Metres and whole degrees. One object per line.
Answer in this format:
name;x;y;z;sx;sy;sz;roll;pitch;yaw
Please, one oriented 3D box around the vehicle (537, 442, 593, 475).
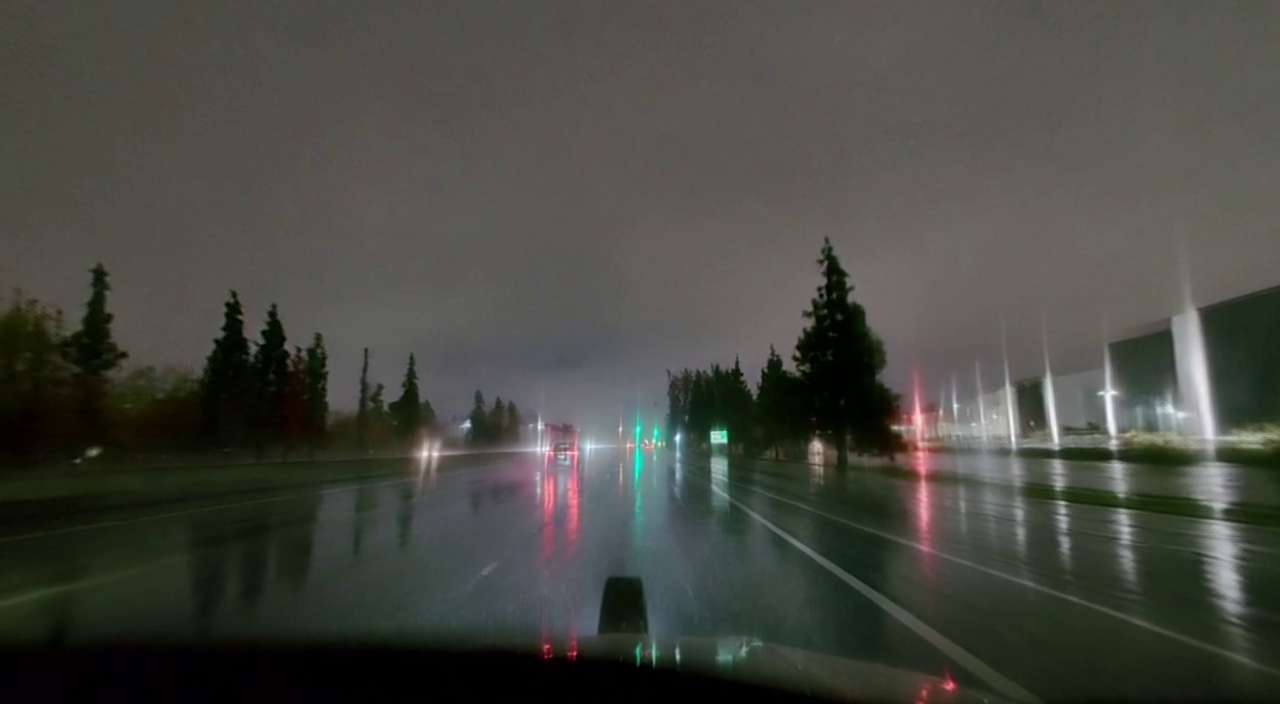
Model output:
vehicle;-3.468;5.021;30.021;2.128;1.450;4.078;0;-8;1
